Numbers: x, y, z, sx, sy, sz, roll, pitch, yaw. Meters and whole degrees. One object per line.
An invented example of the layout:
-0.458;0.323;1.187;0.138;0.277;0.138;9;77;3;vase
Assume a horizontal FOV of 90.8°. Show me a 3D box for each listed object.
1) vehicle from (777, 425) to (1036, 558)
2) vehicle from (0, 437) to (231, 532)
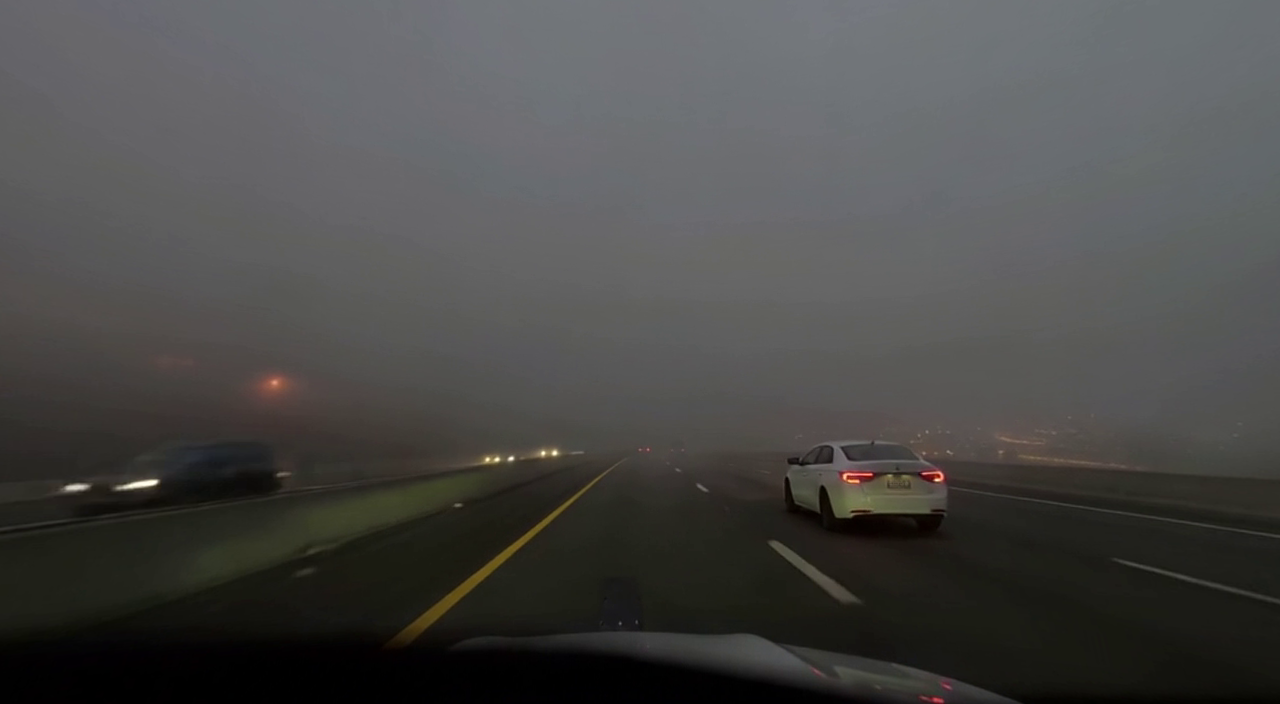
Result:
3.631;1.979;9.771;1.982;1.533;4.612;0;-8;0;vehicle
-11.266;2.700;13.546;1.912;1.682;4.427;0;-8;1;vehicle
